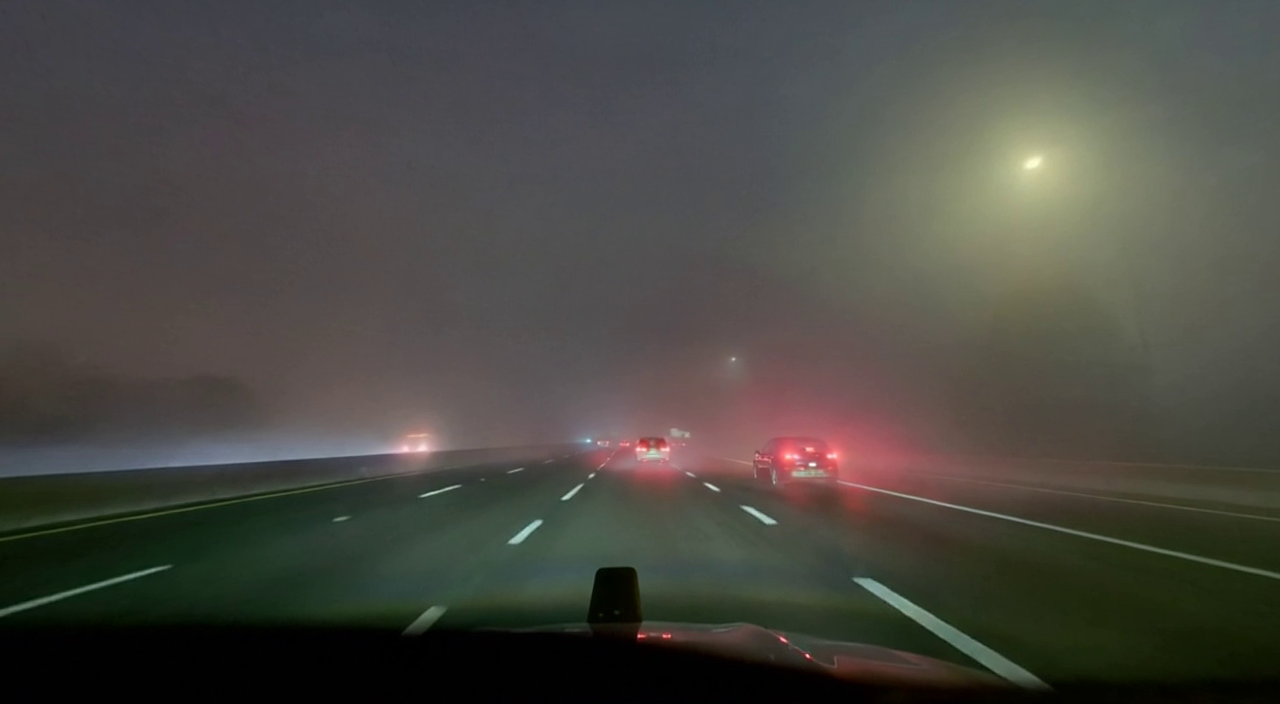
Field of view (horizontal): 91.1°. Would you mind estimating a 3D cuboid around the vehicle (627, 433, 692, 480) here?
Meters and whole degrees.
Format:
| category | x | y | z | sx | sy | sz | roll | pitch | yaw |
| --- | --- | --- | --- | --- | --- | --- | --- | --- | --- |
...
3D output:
| category | x | y | z | sx | sy | sz | roll | pitch | yaw |
| --- | --- | --- | --- | --- | --- | --- | --- | --- | --- |
| vehicle | 0.576 | 3.599 | 22.018 | 2.046 | 1.467 | 3.844 | 0 | -8 | -2 |
